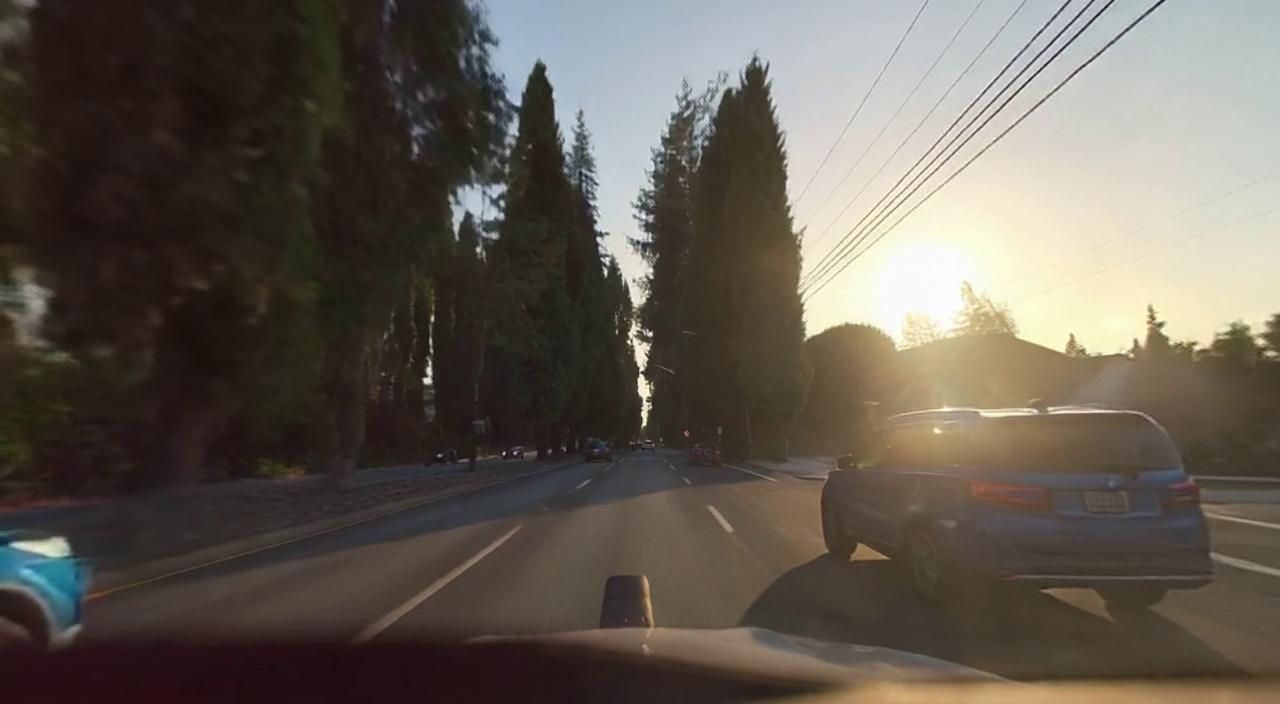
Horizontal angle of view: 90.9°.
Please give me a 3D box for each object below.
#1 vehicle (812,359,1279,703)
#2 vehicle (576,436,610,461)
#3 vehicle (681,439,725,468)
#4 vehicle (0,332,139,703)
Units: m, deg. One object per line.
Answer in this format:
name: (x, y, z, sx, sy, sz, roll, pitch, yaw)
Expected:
vehicle: (3.233, 1.226, 5.484, 2.182, 1.744, 4.464, 0, -8, 0)
vehicle: (-3.398, 7.104, 46.318, 2.066, 1.725, 4.241, 0, -8, 1)
vehicle: (3.407, 5.577, 34.877, 1.906, 1.468, 4.422, 0, -8, 0)
vehicle: (-3.733, 0.581, 0.991, 2.104, 1.785, 4.494, 0, -8, 1)
